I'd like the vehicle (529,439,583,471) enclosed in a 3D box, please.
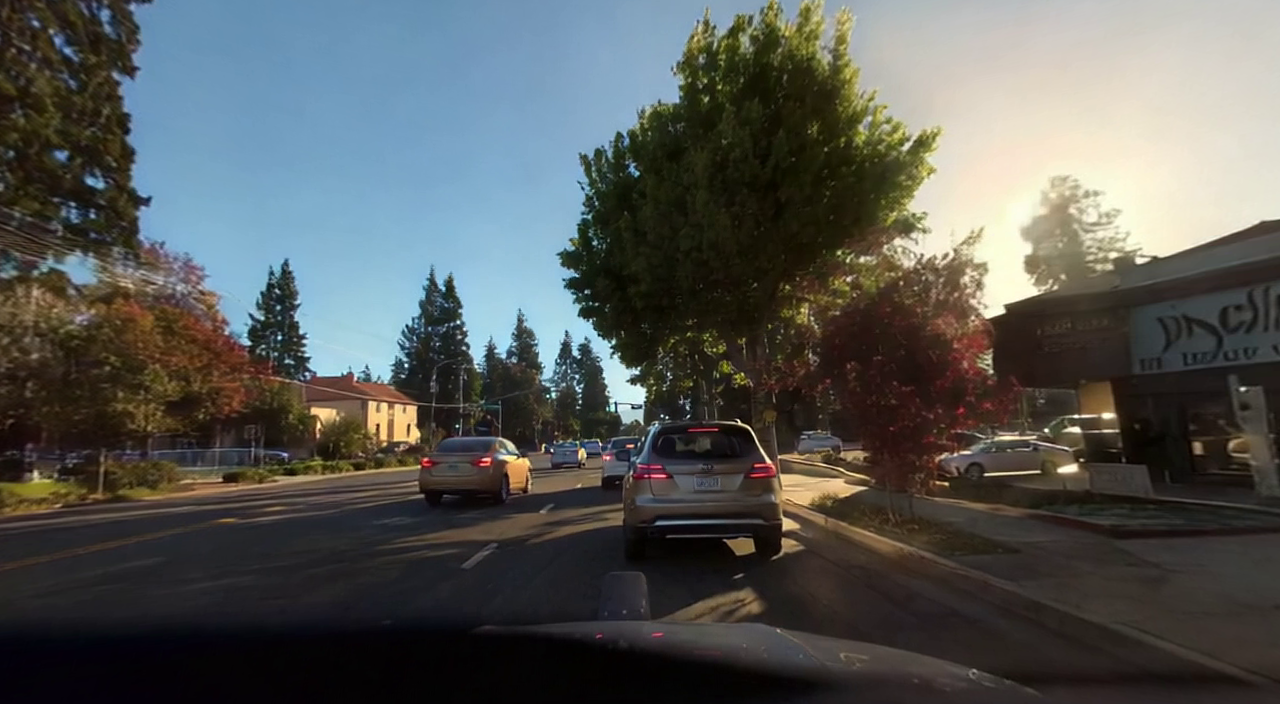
[{"bbox_3d":[-4.092,5.106,31.318,2.042,1.470,4.123,0,-8,1],"label":"vehicle"}]

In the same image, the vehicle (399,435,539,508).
[{"bbox_3d":[-3.862,2.778,15.075,2.026,1.466,4.282,0,-8,2],"label":"vehicle"}]

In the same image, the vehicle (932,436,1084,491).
[{"bbox_3d":[12.274,3.719,21.123,3.871,1.525,1.835,-3,-9,0],"label":"vehicle"}]

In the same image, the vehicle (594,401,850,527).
[{"bbox_3d":[1.384,2.096,12.234,2.052,1.955,4.642,8,-12,-43],"label":"vehicle"}]
